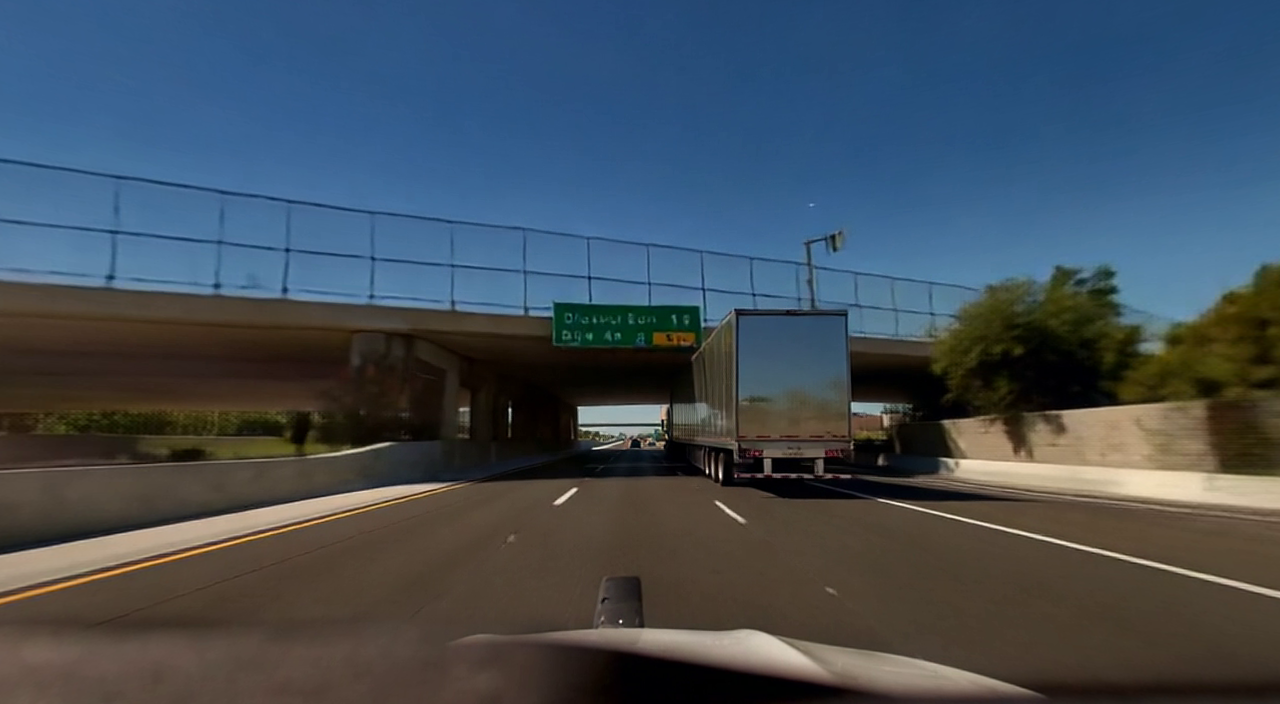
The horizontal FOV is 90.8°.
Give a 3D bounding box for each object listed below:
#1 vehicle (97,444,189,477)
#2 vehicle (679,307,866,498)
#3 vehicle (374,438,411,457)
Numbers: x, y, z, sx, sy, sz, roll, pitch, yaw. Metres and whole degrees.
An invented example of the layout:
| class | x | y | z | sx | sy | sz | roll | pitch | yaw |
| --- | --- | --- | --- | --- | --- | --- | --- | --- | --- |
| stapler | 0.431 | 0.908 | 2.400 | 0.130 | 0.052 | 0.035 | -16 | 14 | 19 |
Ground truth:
| class | x | y | z | sx | sy | sz | roll | pitch | yaw |
| --- | --- | --- | --- | --- | --- | --- | --- | --- | --- |
| vehicle | -21.978 | 4.795 | 28.104 | 1.436 | 1.326 | 3.245 | 0 | -8 | 0 |
| vehicle | 3.362 | 2.290 | 21.944 | 2.743 | 4.160 | 16.408 | 0 | -9 | -1 |
| vehicle | -17.796 | 6.937 | 45.562 | 1.391 | 1.308 | 3.105 | 0 | -9 | -1 |
